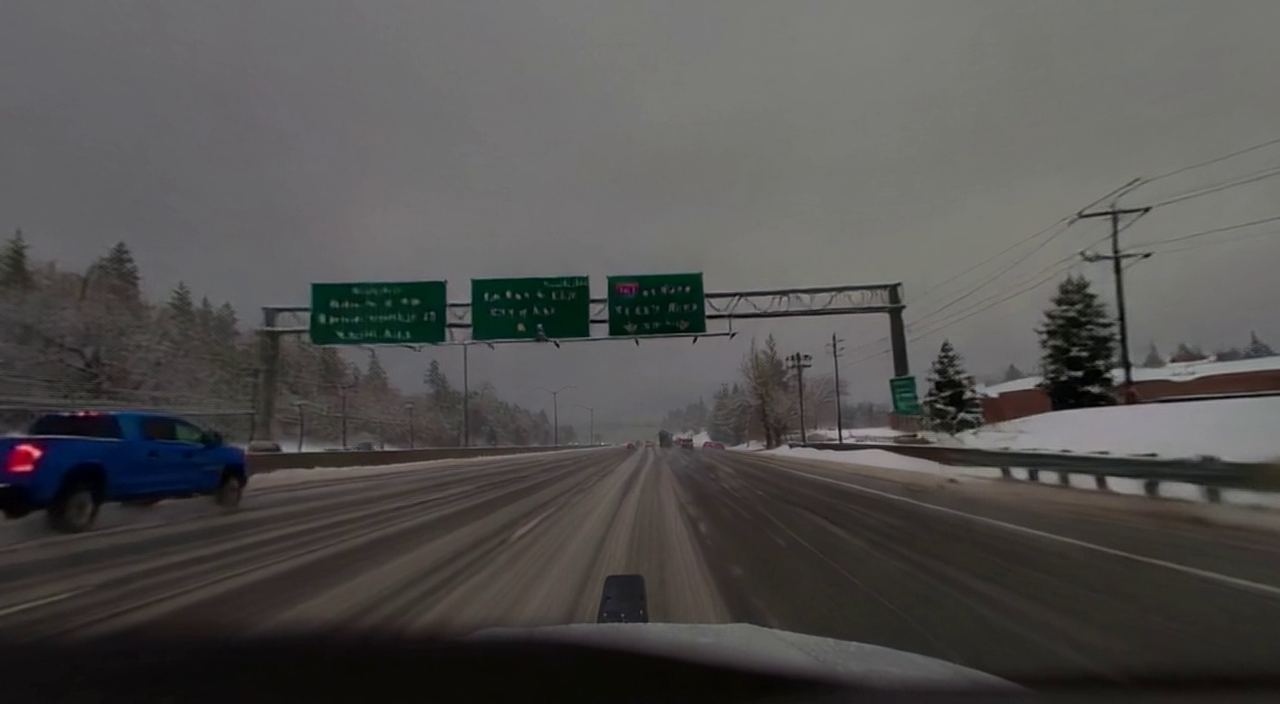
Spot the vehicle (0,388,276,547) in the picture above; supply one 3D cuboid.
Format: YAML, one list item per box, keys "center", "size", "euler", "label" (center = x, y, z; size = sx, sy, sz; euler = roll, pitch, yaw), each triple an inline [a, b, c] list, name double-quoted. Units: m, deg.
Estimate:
- center: [-10.131, 2.064, 11.903]
  size: [2.667, 2.213, 6.081]
  euler: [0, -8, 1]
  label: "vehicle"
